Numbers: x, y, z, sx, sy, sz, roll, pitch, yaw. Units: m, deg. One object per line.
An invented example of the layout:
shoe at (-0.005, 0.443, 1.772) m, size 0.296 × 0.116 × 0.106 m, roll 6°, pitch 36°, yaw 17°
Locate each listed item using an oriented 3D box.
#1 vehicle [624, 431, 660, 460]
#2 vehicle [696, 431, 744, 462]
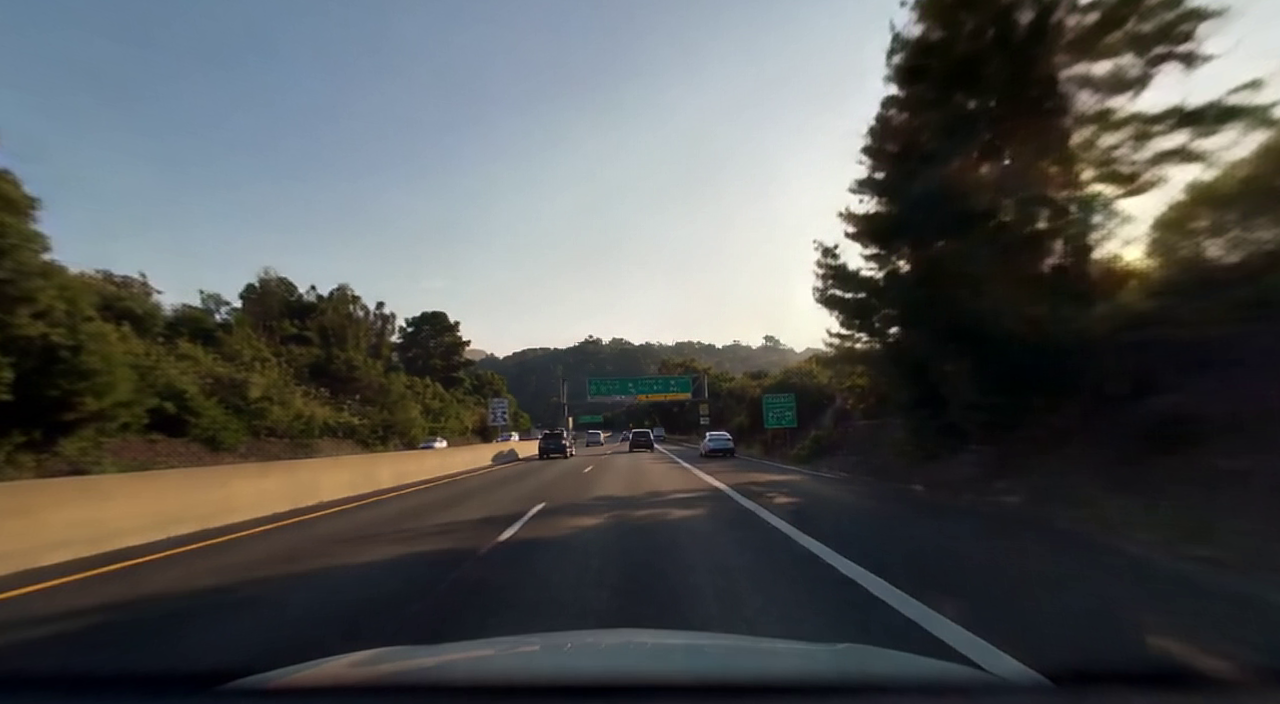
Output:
vehicle at (0.083, 5.081, 34.493) m, size 1.869 × 1.466 × 3.356 m, roll 0°, pitch -8°, yaw -1°
vehicle at (3.989, 4.757, 31.926) m, size 1.841 × 1.491 × 3.869 m, roll 0°, pitch -8°, yaw -2°
